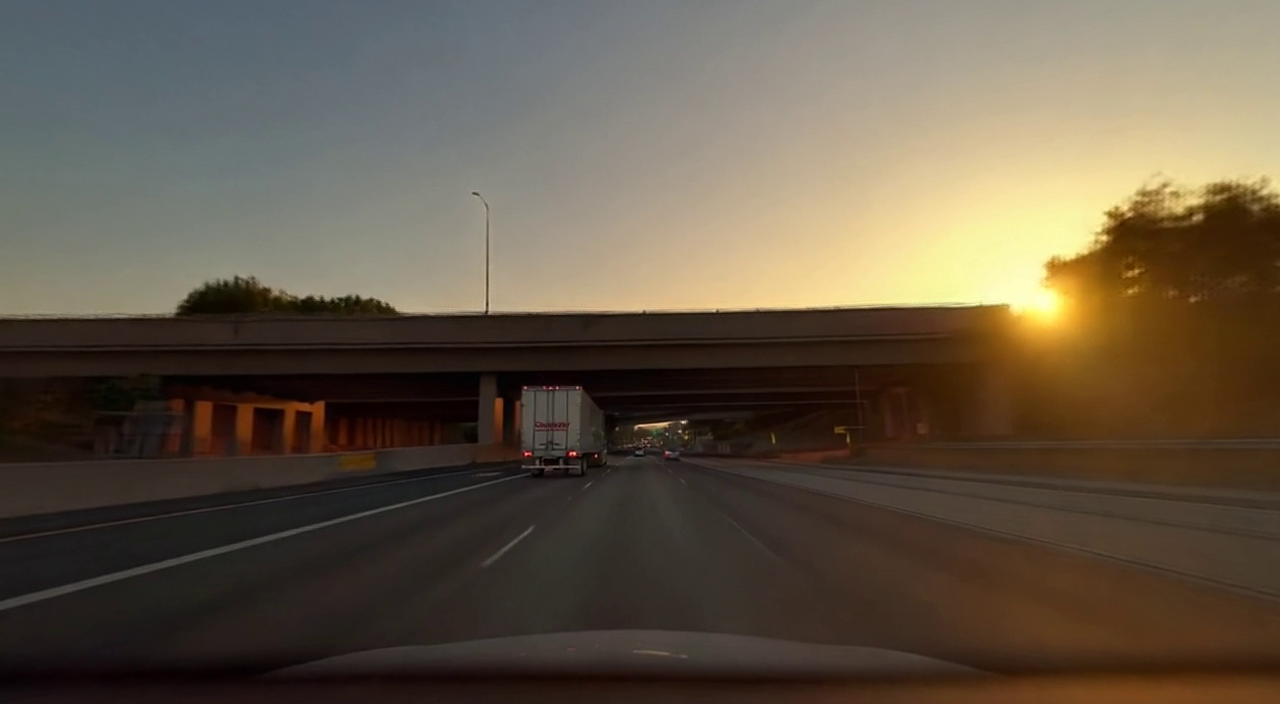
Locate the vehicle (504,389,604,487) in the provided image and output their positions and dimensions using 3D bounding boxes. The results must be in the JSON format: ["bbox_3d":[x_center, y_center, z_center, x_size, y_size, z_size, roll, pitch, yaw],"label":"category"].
[{"bbox_3d":[-3.257,3.677,26.457,2.922,3.458,8.360,0,-9,1],"label":"vehicle"}]
